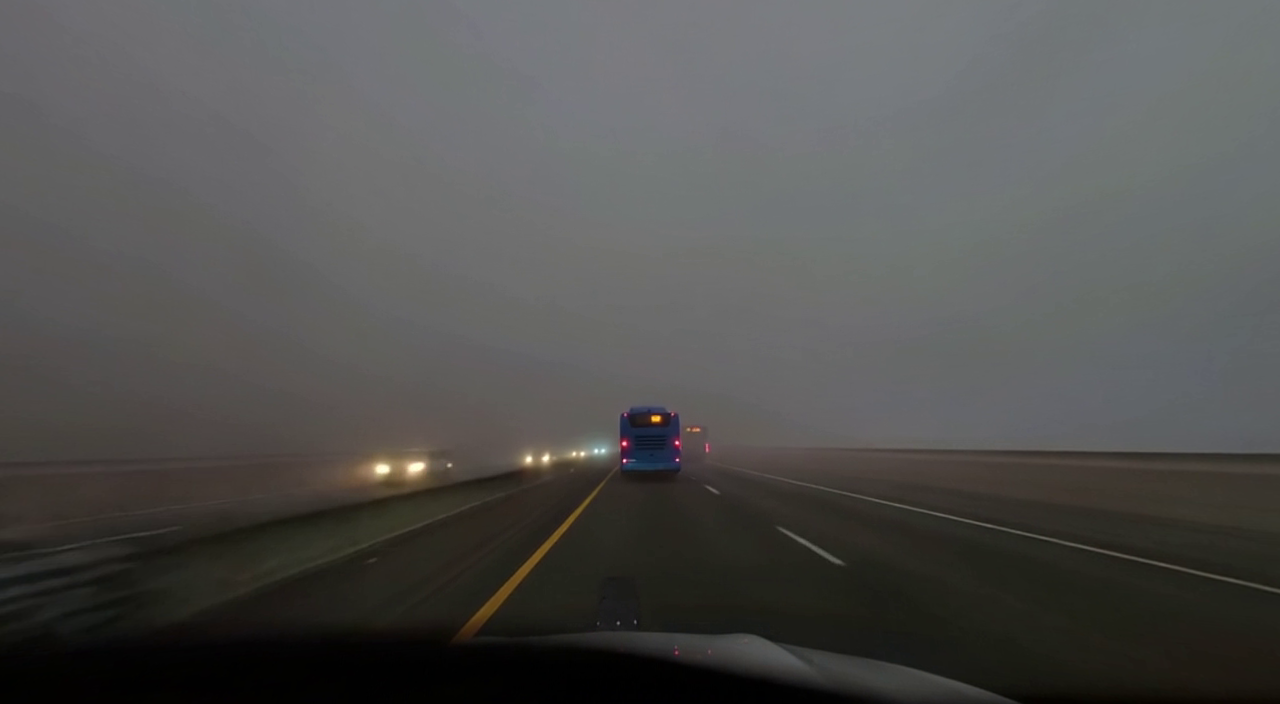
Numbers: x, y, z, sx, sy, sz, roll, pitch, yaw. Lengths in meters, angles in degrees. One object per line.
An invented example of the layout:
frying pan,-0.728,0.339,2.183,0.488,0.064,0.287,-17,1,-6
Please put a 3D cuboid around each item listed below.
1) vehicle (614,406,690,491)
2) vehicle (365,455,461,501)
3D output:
vehicle,0.346,3.523,22.972,2.414,2.675,5.574,0,-9,-1
vehicle,-8.588,4.789,24.194,1.941,1.525,4.719,-1,-9,0
